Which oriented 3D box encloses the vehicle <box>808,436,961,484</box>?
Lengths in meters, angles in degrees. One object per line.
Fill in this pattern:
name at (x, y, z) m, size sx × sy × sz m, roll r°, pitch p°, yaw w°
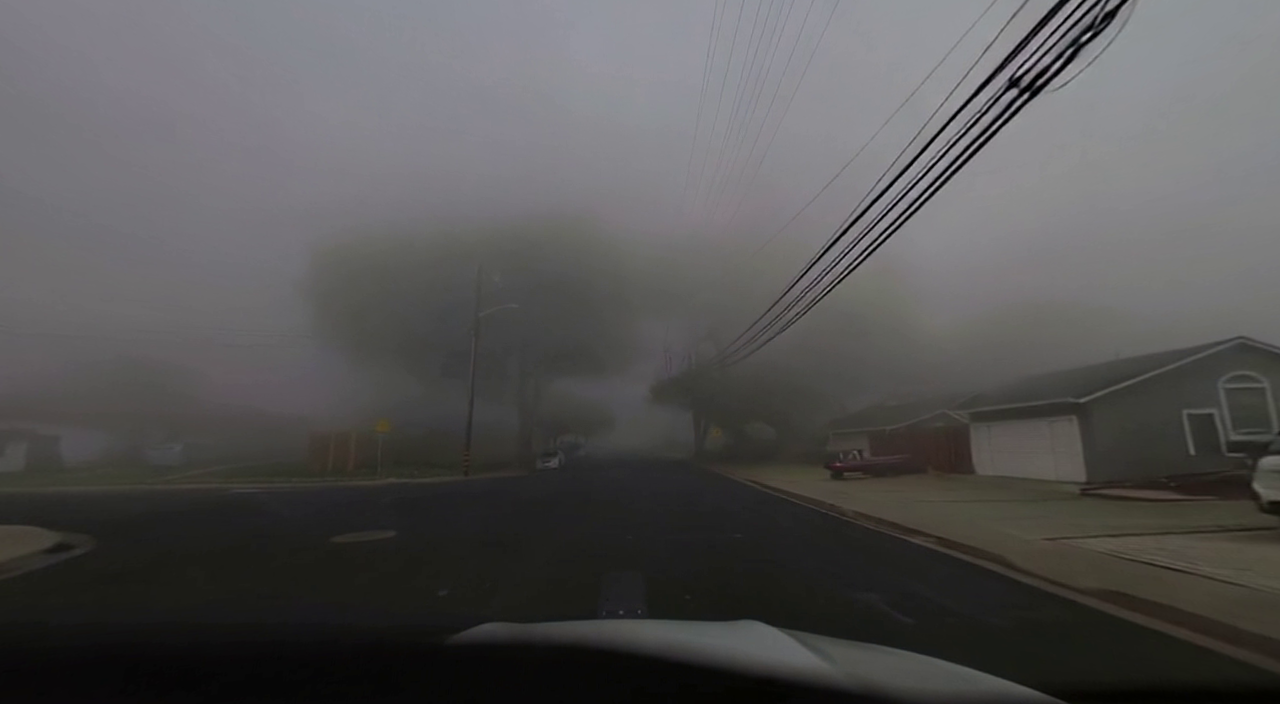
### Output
vehicle at (9.079, 4.043, 23.840) m, size 4.846 × 1.577 × 2.146 m, roll -1°, pitch -9°, yaw 0°
